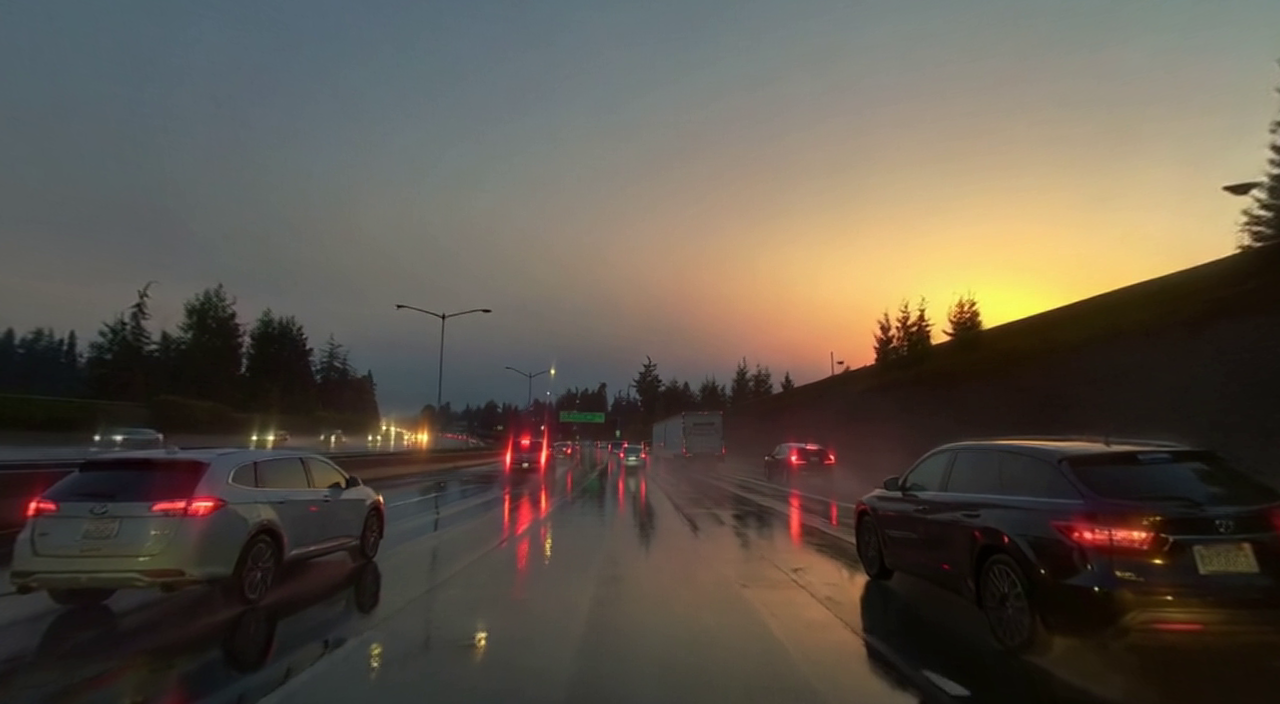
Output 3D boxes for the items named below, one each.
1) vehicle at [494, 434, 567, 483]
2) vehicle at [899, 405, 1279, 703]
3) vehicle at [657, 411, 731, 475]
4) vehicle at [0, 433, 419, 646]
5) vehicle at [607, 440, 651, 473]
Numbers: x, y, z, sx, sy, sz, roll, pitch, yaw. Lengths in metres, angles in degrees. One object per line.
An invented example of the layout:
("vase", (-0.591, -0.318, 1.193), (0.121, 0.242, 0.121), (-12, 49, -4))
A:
("vehicle", (-4.371, 4.352, 26.029), (2.176, 1.783, 4.799), (0, -9, 0))
("vehicle", (3.136, 1.067, 2.930), (2.031, 1.504, 4.327), (0, -9, 0))
("vehicle", (2.937, 5.602, 38.636), (3.426, 3.279, 12.313), (0, -9, 0))
("vehicle", (-4.077, 1.607, 6.502), (1.947, 1.424, 4.264), (0, -9, 1))
("vehicle", (-0.614, 5.678, 34.330), (2.235, 1.682, 4.094), (0, -9, -1))
